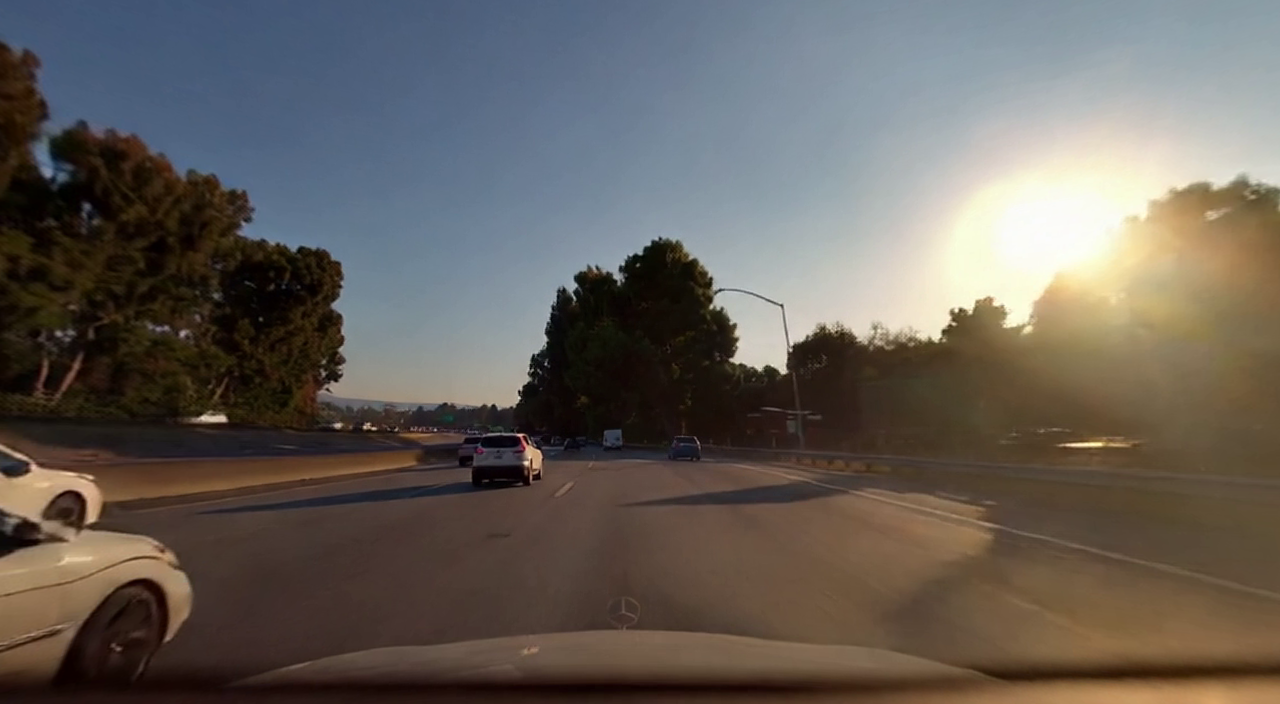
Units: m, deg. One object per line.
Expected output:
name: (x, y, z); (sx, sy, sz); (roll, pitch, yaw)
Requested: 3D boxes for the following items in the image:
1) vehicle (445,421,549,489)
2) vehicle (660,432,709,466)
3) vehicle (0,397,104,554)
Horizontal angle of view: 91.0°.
vehicle: (-3.920, 2.918, 18.078); (2.002, 1.680, 4.301); (0, -8, -1)
vehicle: (2.294, 5.146, 33.566); (2.053, 1.698, 4.097); (1, -8, -3)
vehicle: (-8.085, 1.184, 5.758); (2.237, 1.703, 4.681); (0, -8, -1)
